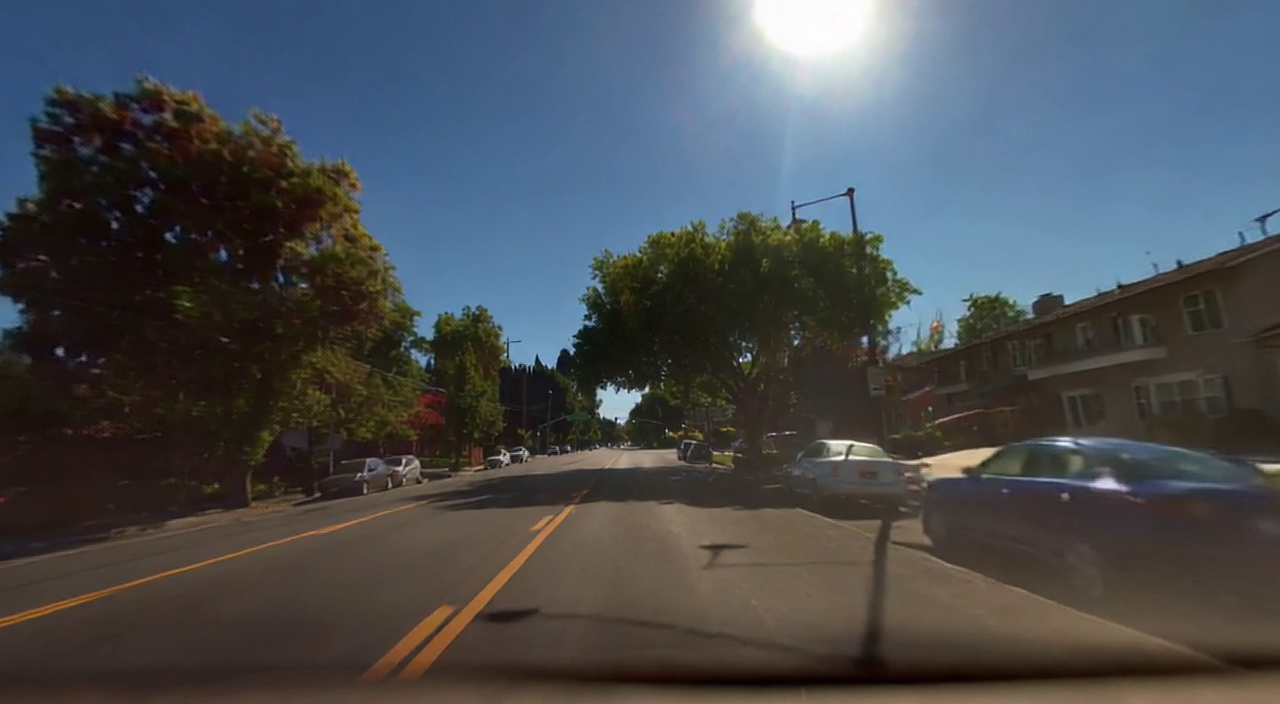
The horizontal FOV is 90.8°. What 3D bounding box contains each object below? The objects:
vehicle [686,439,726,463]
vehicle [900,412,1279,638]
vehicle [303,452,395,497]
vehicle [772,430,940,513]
[{"bbox_3d":[4.230,6.465,41.371,2.010,1.461,4.247,0,-8,-2],"label":"vehicle"},{"bbox_3d":[4.547,1.478,6.440,1.924,1.516,4.163,0,-8,-1],"label":"vehicle"},{"bbox_3d":[-11.665,4.891,25.643,1.845,1.626,4.105,0,-8,-2],"label":"vehicle"},{"bbox_3d":[4.464,2.537,13.964,1.887,1.480,4.731,0,-8,-2],"label":"vehicle"}]
